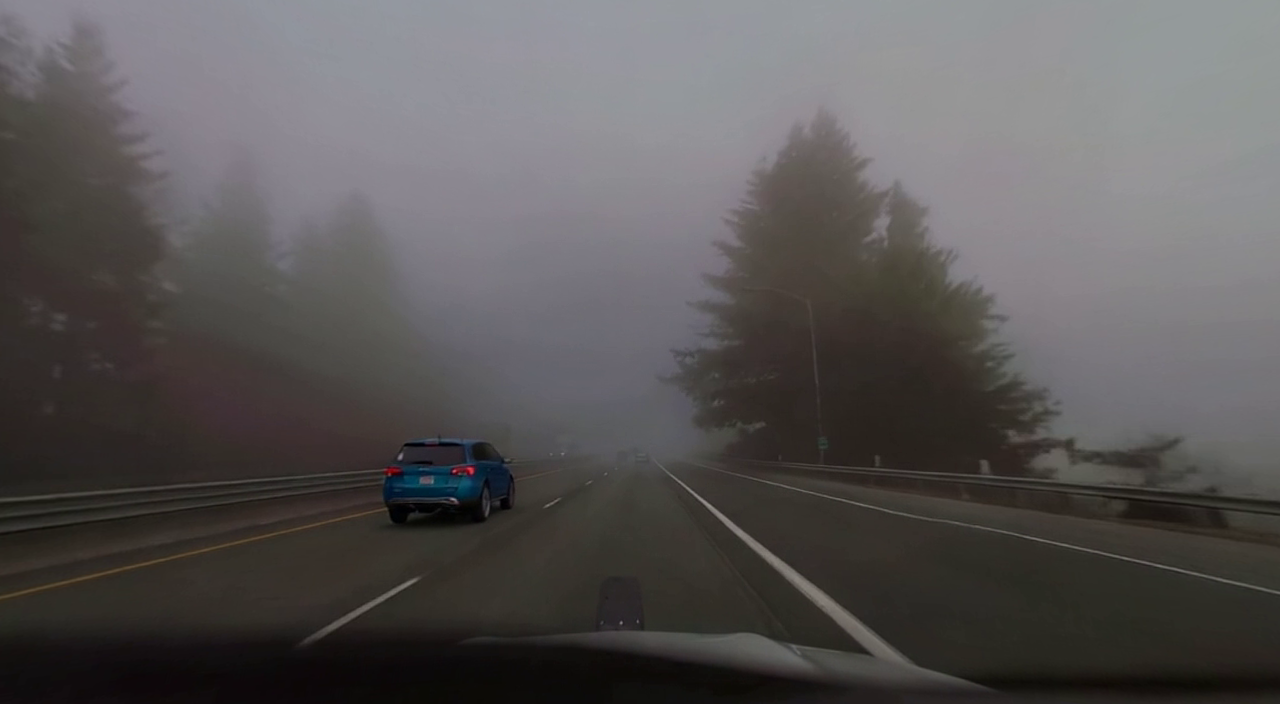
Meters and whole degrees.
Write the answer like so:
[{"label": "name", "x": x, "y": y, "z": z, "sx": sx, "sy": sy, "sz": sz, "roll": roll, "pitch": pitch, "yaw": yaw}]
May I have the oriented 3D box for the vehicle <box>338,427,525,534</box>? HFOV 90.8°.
[{"label": "vehicle", "x": -3.824, "y": 2.445, "z": 12.630, "sx": 2.110, "sy": 1.727, "sz": 4.607, "roll": 0, "pitch": -9, "yaw": 1}]
